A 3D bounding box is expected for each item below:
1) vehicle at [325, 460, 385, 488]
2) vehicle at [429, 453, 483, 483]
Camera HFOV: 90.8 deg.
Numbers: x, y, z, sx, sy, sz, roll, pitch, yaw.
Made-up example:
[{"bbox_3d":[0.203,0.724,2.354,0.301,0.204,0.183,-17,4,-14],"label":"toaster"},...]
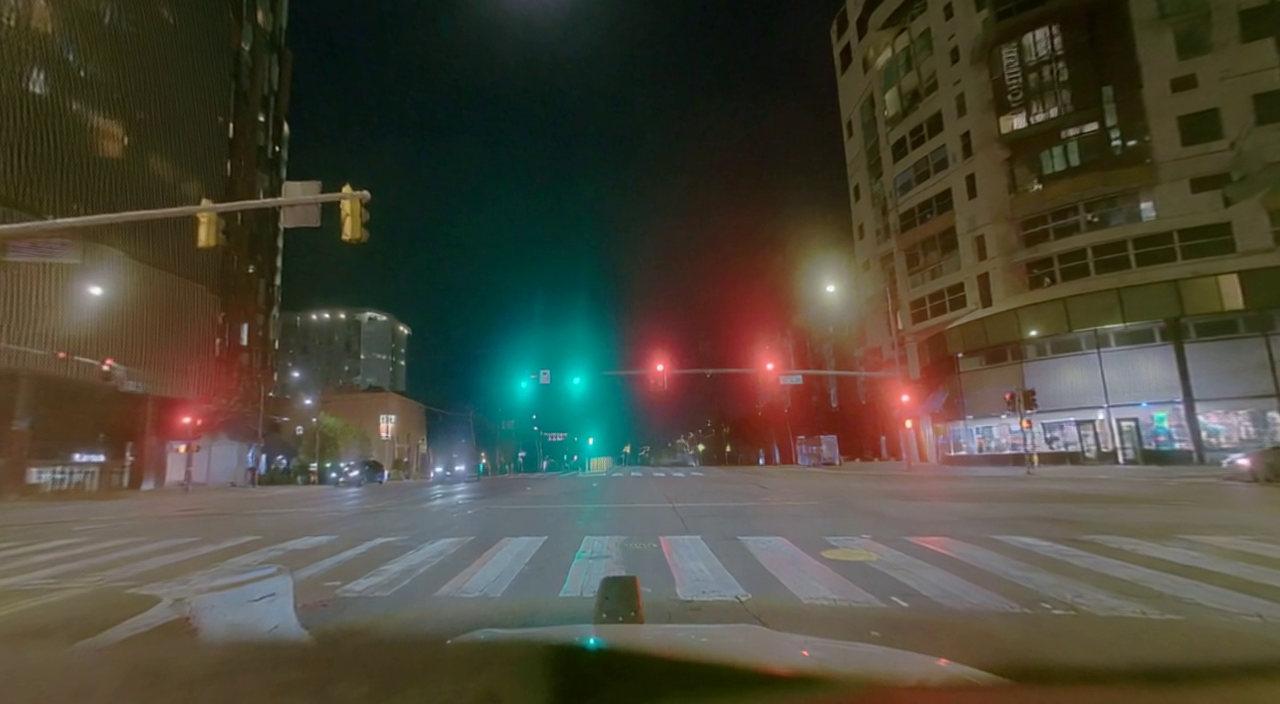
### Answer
[{"bbox_3d":[-18.890,8.110,42.119,1.933,1.664,4.255,0,-9,0],"label":"vehicle"},{"bbox_3d":[-12.255,7.705,42.314,2.151,1.847,4.634,0,-9,1],"label":"vehicle"}]
